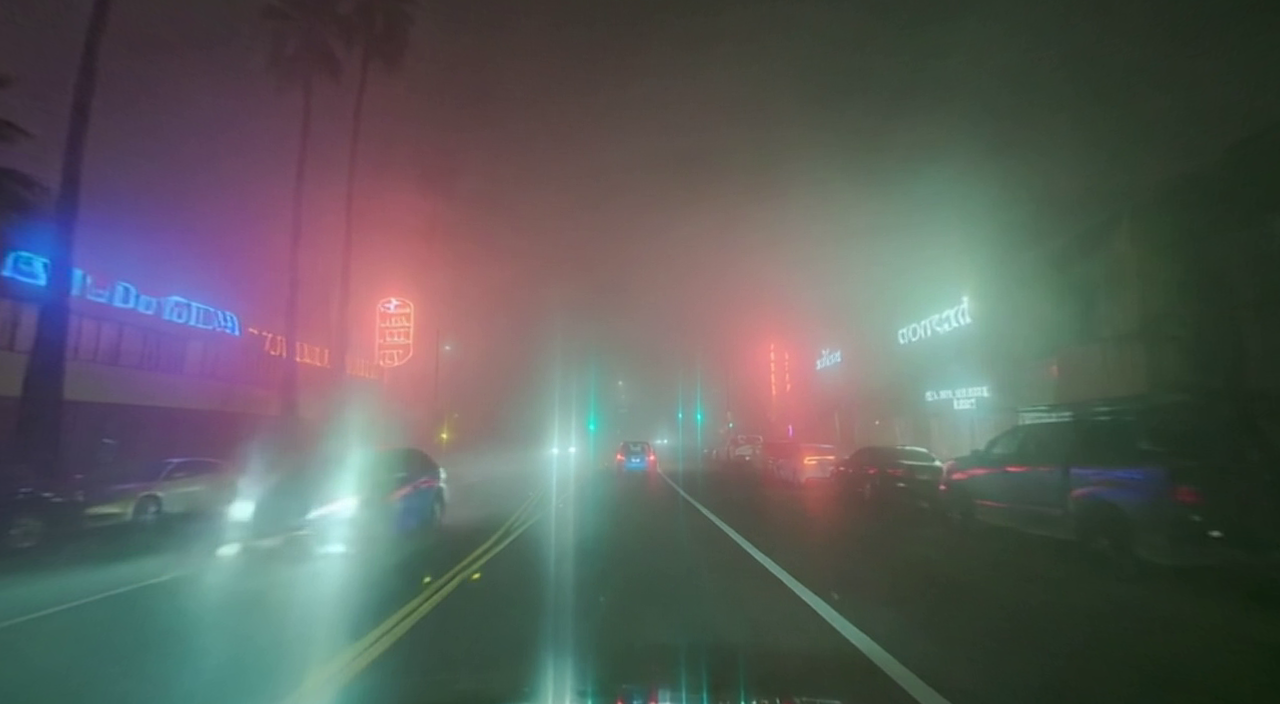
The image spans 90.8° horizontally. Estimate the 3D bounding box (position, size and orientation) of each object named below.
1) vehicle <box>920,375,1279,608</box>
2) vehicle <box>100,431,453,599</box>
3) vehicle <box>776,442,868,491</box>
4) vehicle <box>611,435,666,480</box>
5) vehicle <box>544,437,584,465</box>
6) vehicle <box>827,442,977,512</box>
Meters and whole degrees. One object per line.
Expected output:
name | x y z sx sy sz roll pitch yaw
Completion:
vehicle | 6.325 1.668 8.641 2.257 2.074 5.857 0 -8 0
vehicle | -3.877 1.767 7.833 1.916 1.453 4.315 0 -8 -2
vehicle | 6.192 3.919 22.027 1.885 1.506 4.302 0 -8 0
vehicle | -0.079 4.346 26.269 2.063 1.664 4.471 0 -8 -1
vehicle | -5.160 6.832 43.600 2.188 1.797 4.358 0 -8 1
vehicle | 6.317 3.029 15.887 1.810 1.472 4.422 0 -8 -1
